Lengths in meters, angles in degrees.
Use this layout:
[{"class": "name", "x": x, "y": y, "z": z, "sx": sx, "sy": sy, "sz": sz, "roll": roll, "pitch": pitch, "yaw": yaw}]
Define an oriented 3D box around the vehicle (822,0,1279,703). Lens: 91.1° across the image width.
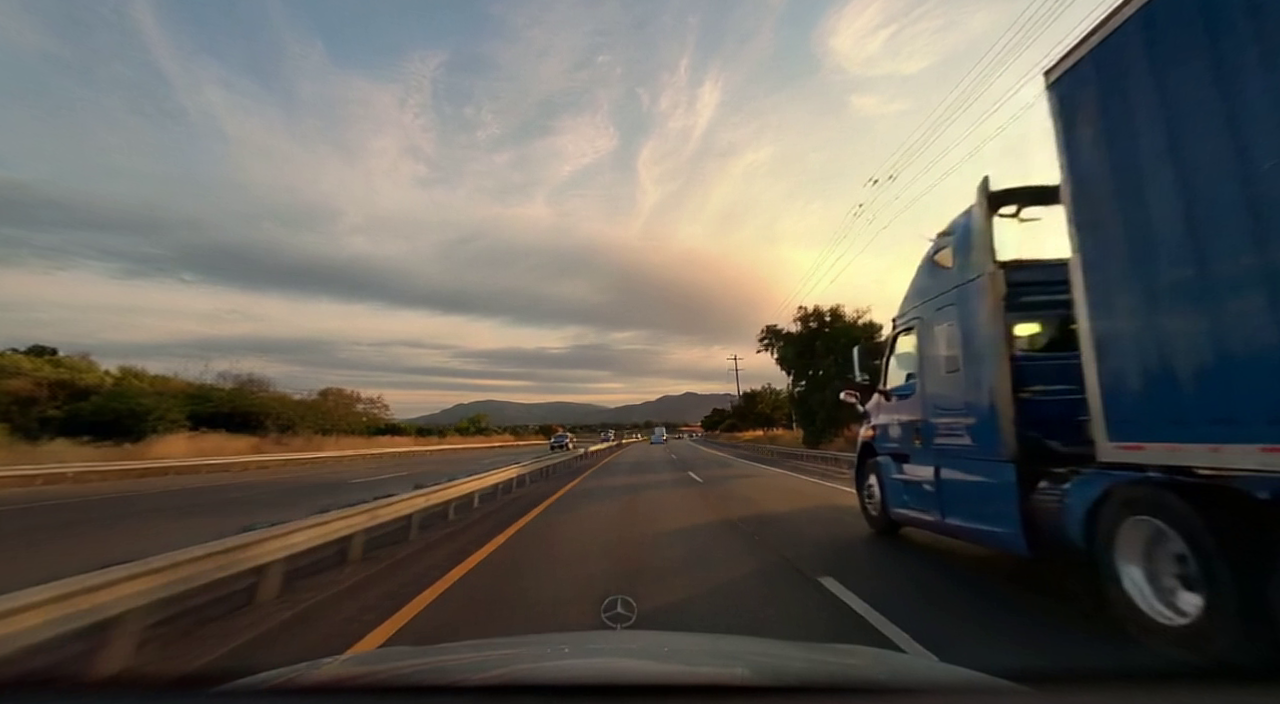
[{"class": "vehicle", "x": 4.040, "y": 0.116, "z": 5.390, "sx": 2.979, "sy": 4.151, "sz": 6.405, "roll": 0, "pitch": -8, "yaw": 0}]
